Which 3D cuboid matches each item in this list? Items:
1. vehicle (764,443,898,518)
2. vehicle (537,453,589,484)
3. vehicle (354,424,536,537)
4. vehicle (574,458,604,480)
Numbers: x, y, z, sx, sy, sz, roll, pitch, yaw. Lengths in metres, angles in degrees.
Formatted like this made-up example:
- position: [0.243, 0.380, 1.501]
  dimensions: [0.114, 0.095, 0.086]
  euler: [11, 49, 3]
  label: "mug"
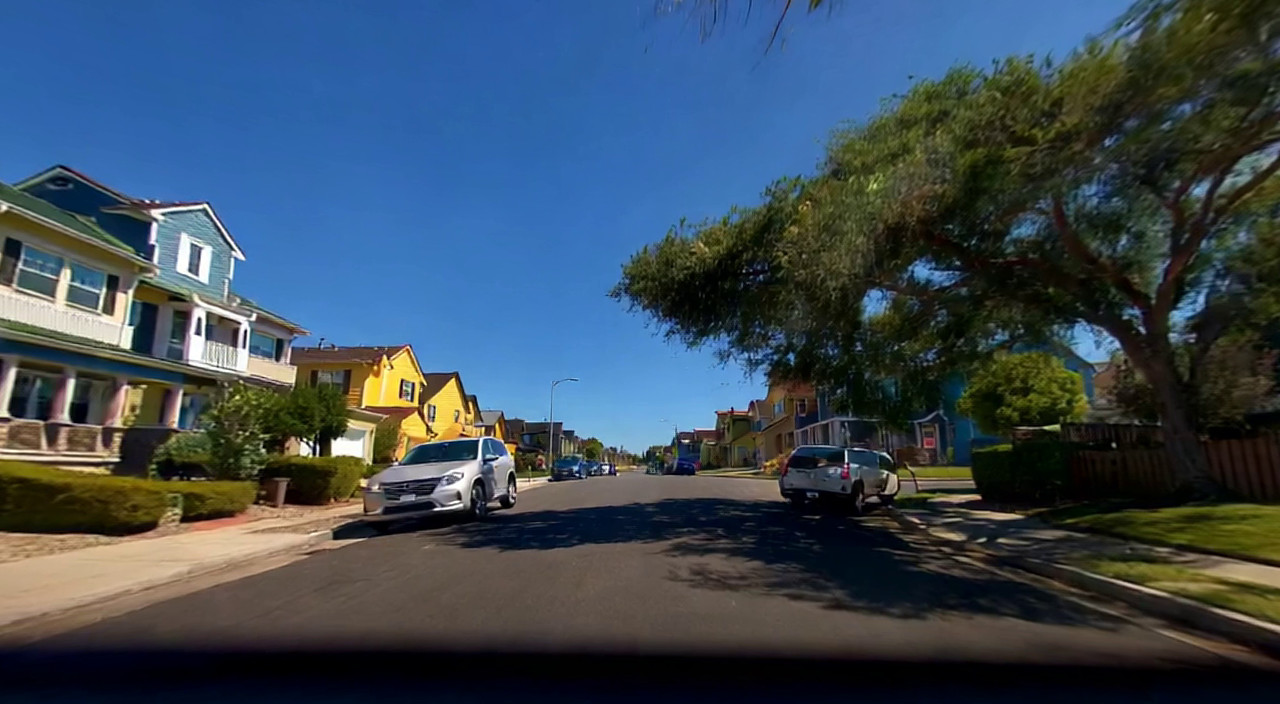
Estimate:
- position: [4.875, 3.035, 15.574]
  dimensions: [2.139, 1.533, 4.676]
  euler: [-5, -10, 29]
  label: "vehicle"
- position: [-4.003, 6.141, 33.390]
  dimensions: [2.080, 1.471, 4.638]
  euler: [1, -10, 1]
  label: "vehicle"
- position: [-3.983, 2.629, 14.201]
  dimensions: [2.131, 1.851, 5.650]
  euler: [0, -5, 2]
  label: "vehicle"
- position: [-3.835, 8.879, 48.074]
  dimensions: [2.020, 1.470, 5.300]
  euler: [0, -9, -3]
  label: "vehicle"
